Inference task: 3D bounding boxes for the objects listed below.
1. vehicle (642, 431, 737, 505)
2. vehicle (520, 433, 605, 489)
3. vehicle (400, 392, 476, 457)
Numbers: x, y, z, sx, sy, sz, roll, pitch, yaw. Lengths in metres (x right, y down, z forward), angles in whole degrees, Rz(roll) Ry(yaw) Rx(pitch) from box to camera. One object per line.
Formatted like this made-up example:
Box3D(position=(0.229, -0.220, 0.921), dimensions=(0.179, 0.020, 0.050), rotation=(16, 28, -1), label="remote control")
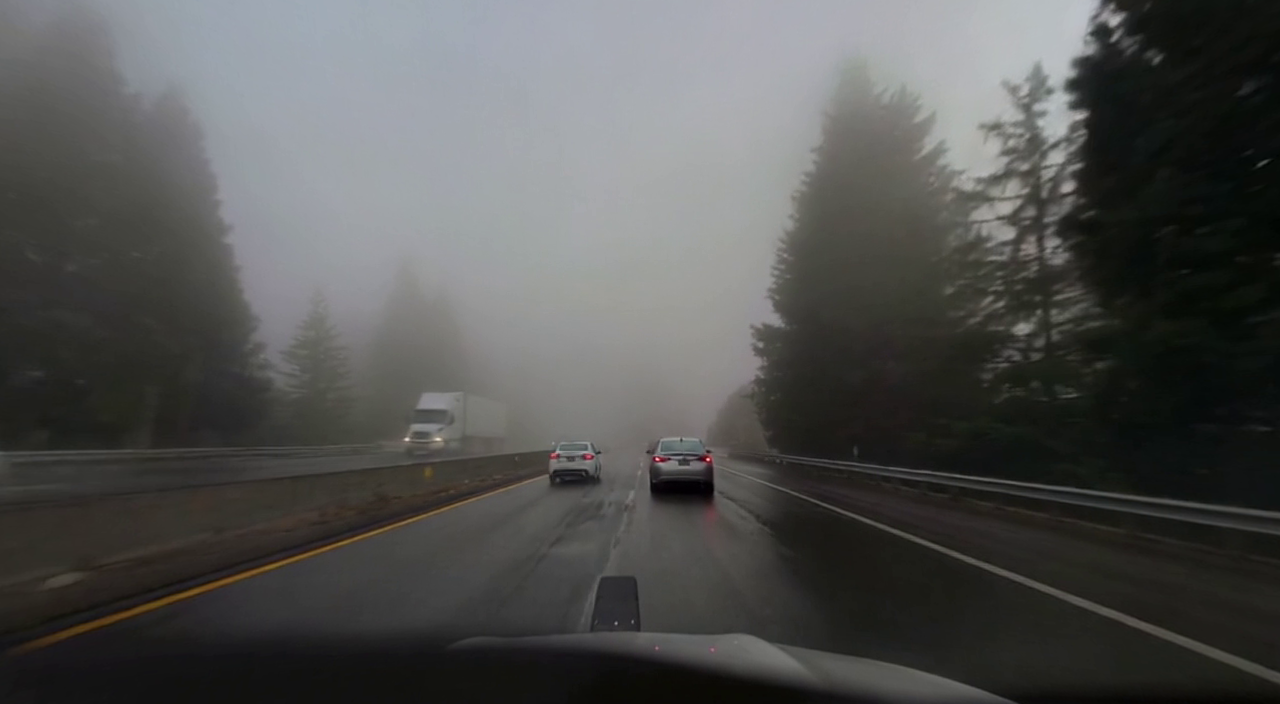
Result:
Box3D(position=(1.089, 2.894, 16.246), dimensions=(2.055, 1.566, 5.046), rotation=(-1, -8, 0), label="vehicle")
Box3D(position=(-2.334, 3.432, 20.176), dimensions=(2.178, 1.559, 4.254), rotation=(0, -8, 0), label="vehicle")
Box3D(position=(-13.458, 4.952, 42.589), dimensions=(2.979, 4.027, 6.468), rotation=(0, -8, 0), label="vehicle")
